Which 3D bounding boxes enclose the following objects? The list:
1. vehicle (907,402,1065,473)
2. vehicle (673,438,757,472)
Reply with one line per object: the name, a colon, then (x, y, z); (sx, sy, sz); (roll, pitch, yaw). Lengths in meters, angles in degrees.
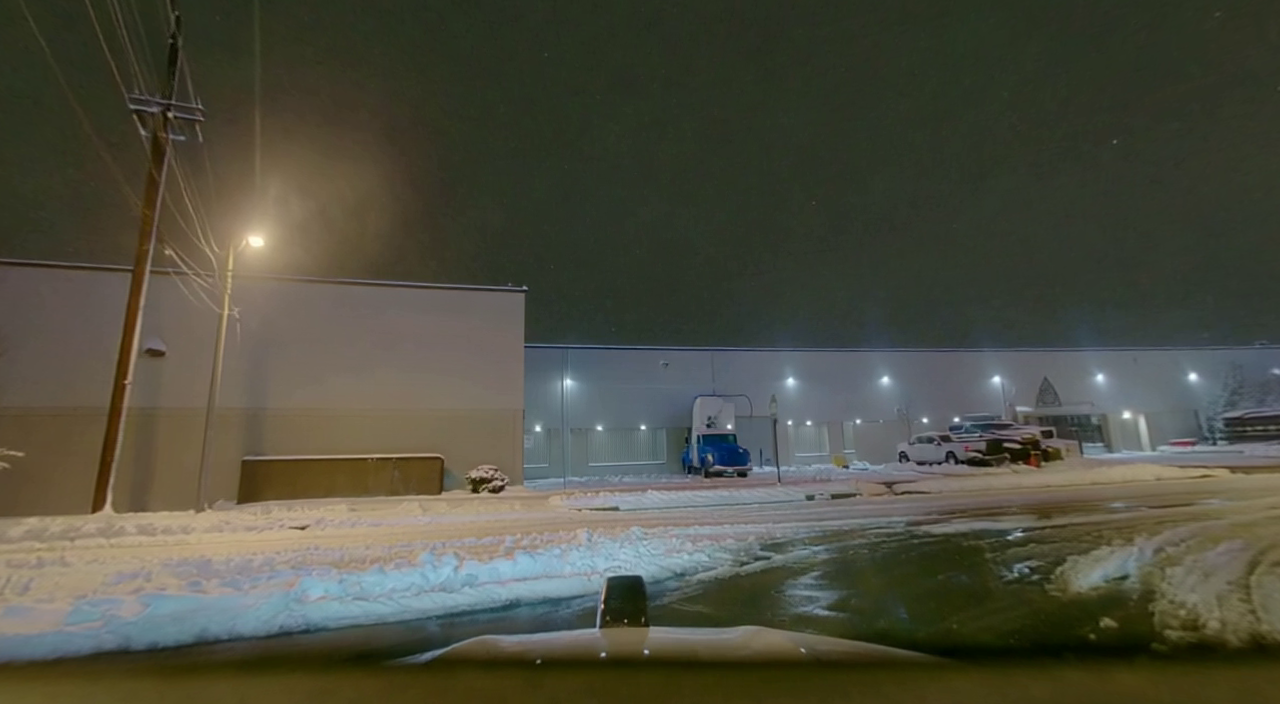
vehicle: (17.445, 4.409, 32.123); (6.271, 3.004, 2.298); (-5, -10, 4)
vehicle: (4.892, 6.775, 41.666); (5.207, 2.103, 1.997); (0, -8, -4)
